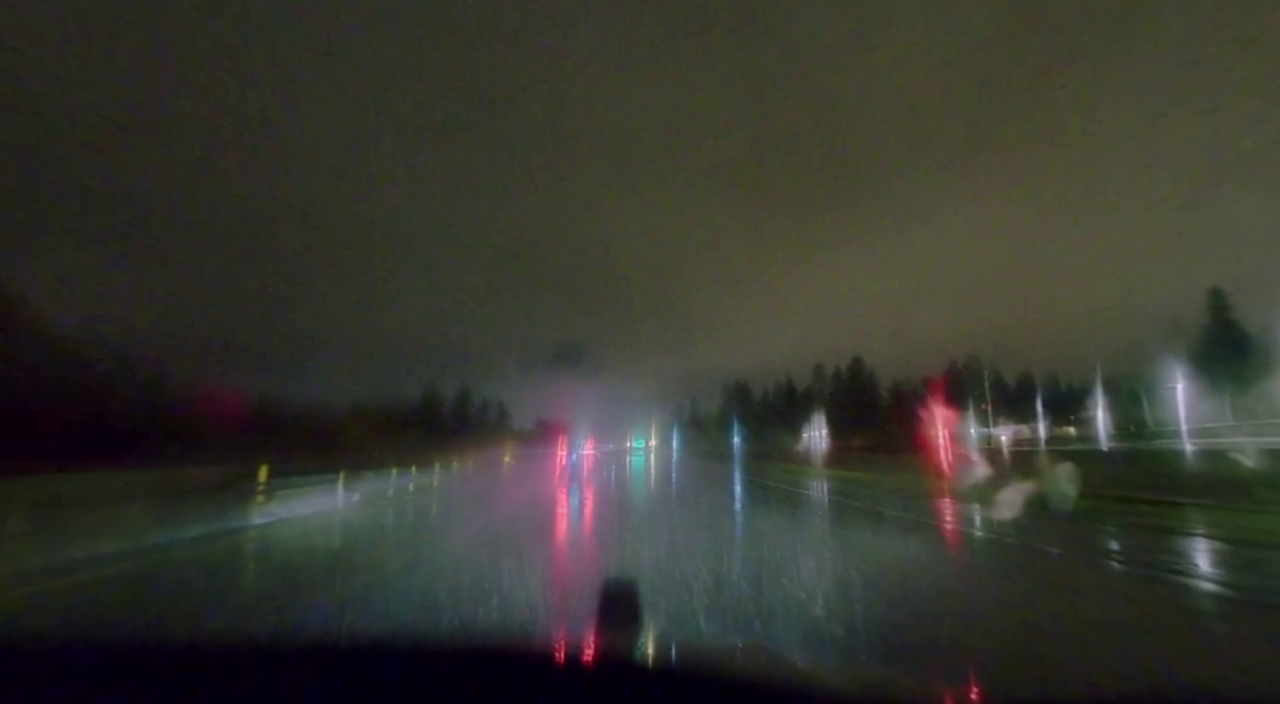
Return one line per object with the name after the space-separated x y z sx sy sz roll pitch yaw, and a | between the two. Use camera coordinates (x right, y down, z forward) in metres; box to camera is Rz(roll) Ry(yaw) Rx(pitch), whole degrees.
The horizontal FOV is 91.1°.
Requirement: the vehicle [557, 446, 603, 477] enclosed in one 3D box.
-3.249 6.050 34.934 2.069 1.573 4.589 0 -9 1 | vehicle
